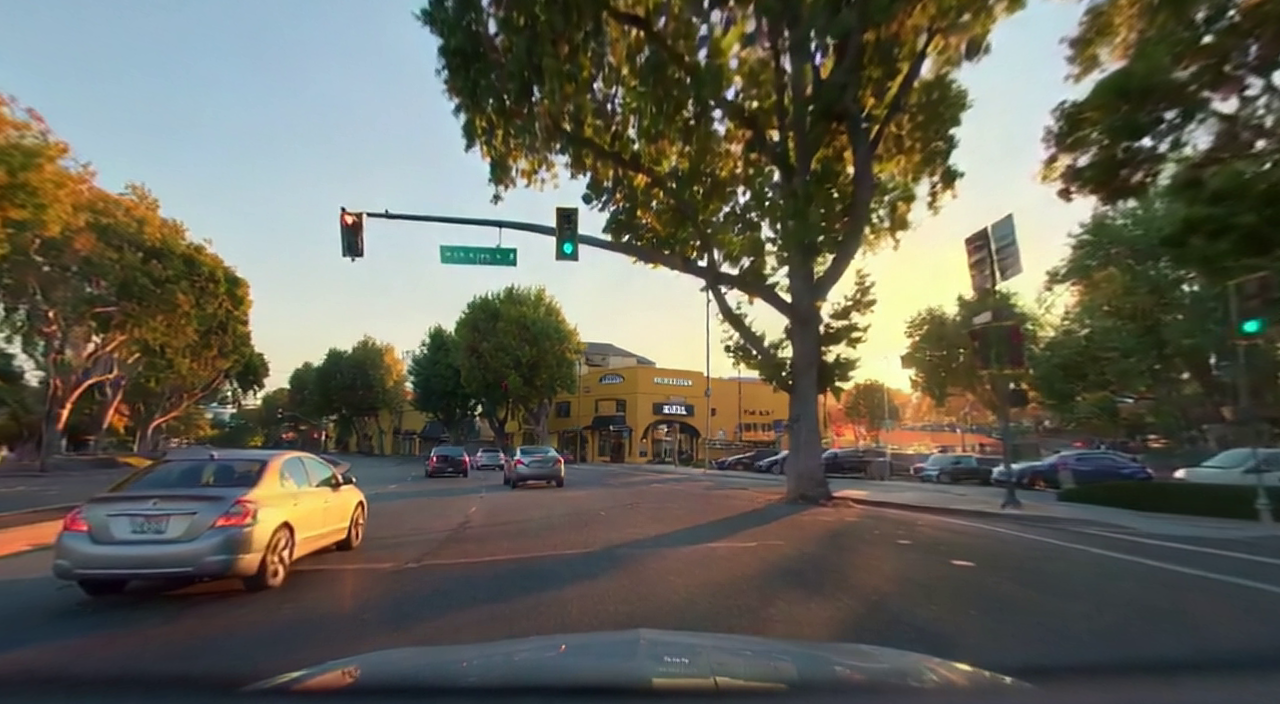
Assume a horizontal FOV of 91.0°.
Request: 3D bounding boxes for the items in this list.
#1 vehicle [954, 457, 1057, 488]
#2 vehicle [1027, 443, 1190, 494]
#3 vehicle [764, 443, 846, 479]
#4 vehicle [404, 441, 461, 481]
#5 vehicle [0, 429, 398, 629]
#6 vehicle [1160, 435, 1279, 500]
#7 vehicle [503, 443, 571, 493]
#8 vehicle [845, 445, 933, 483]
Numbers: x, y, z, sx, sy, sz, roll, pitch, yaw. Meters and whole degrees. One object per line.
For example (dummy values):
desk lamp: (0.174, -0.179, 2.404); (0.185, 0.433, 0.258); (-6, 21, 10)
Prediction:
vehicle: (16.949, 5.576, 29.256); (3.800, 1.369, 1.759); (2, -9, -8)
vehicle: (16.062, 3.973, 21.966); (1.921, 1.560, 4.676); (1, -9, -3)
vehicle: (7.350, 4.906, 28.610); (1.919, 1.489, 4.889); (1, -9, -6)
vehicle: (-8.907, 4.678, 27.346); (2.042, 1.593, 3.956); (3, -9, -15)
vehicle: (-4.659, 1.700, 7.210); (2.105, 1.477, 4.857); (1, -9, -4)
vehicle: (19.007, 3.446, 18.977); (1.865, 1.827, 5.352); (1, -9, -2)
vehicle: (-3.597, 3.857, 21.388); (2.001, 1.483, 4.442); (2, -9, -12)
vehicle: (10.298, 4.644, 26.341); (1.762, 1.453, 3.976); (1, -9, -5)
